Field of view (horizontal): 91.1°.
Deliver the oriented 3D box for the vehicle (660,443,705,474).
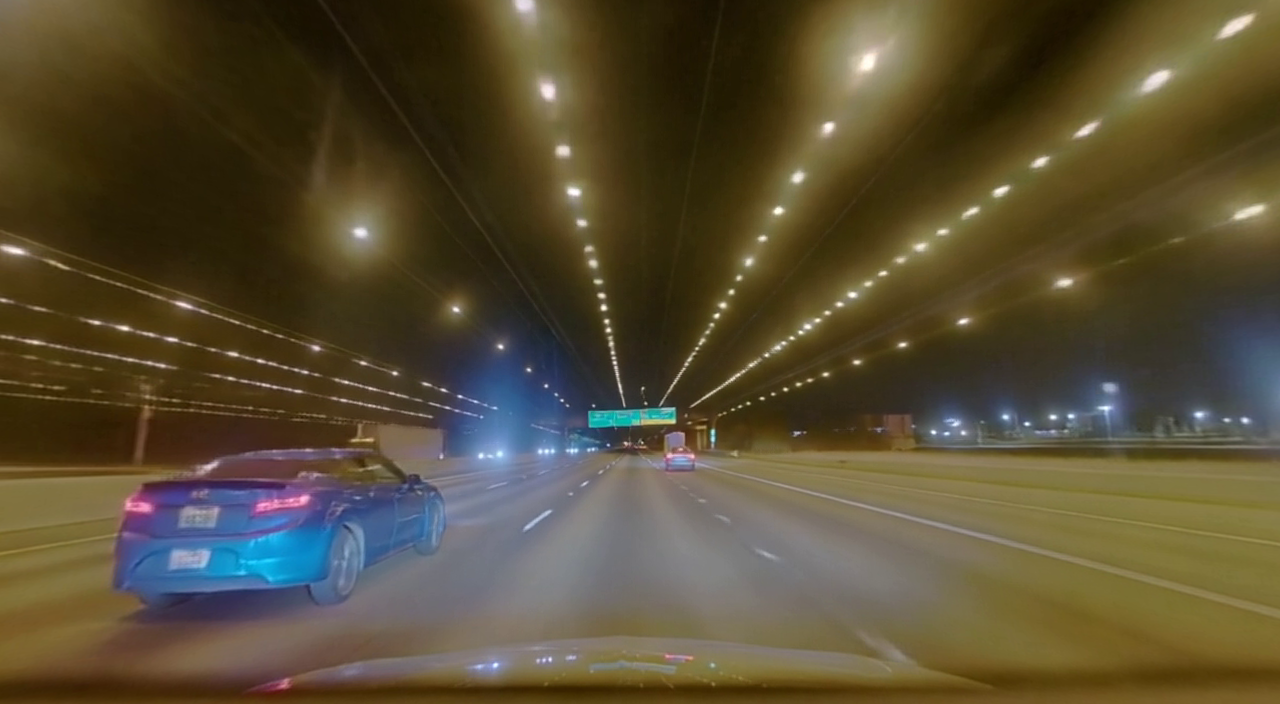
[{"bbox_3d":[2.195,5.625,33.422,2.055,1.501,4.321,0,-9,0],"label":"vehicle"}]
